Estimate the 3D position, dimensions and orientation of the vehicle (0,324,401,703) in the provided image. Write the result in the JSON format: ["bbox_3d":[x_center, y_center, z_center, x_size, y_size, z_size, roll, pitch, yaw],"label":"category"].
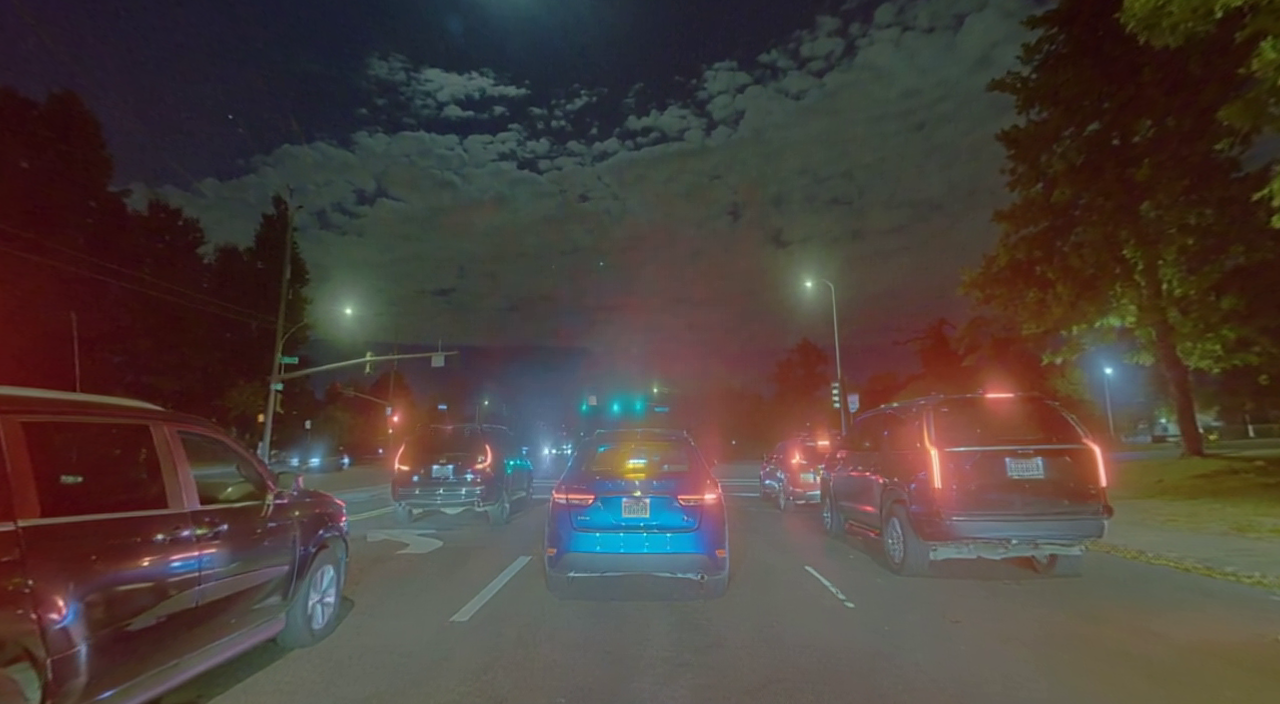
[{"bbox_3d":[-3.114,0.954,3.296,1.982,1.721,4.261,0,-8,1],"label":"vehicle"}]

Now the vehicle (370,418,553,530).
[{"bbox_3d":[-3.186,2.300,12.479,2.117,1.772,4.619,0,-8,2],"label":"vehicle"}]

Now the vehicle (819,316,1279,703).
[{"bbox_3d":[3.215,1.108,4.798,2.141,1.833,4.704,0,-8,-2],"label":"vehicle"}]

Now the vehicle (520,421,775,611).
[{"bbox_3d":[0.025,1.597,7.051,2.021,1.490,3.948,0,-8,-1],"label":"vehicle"}]
